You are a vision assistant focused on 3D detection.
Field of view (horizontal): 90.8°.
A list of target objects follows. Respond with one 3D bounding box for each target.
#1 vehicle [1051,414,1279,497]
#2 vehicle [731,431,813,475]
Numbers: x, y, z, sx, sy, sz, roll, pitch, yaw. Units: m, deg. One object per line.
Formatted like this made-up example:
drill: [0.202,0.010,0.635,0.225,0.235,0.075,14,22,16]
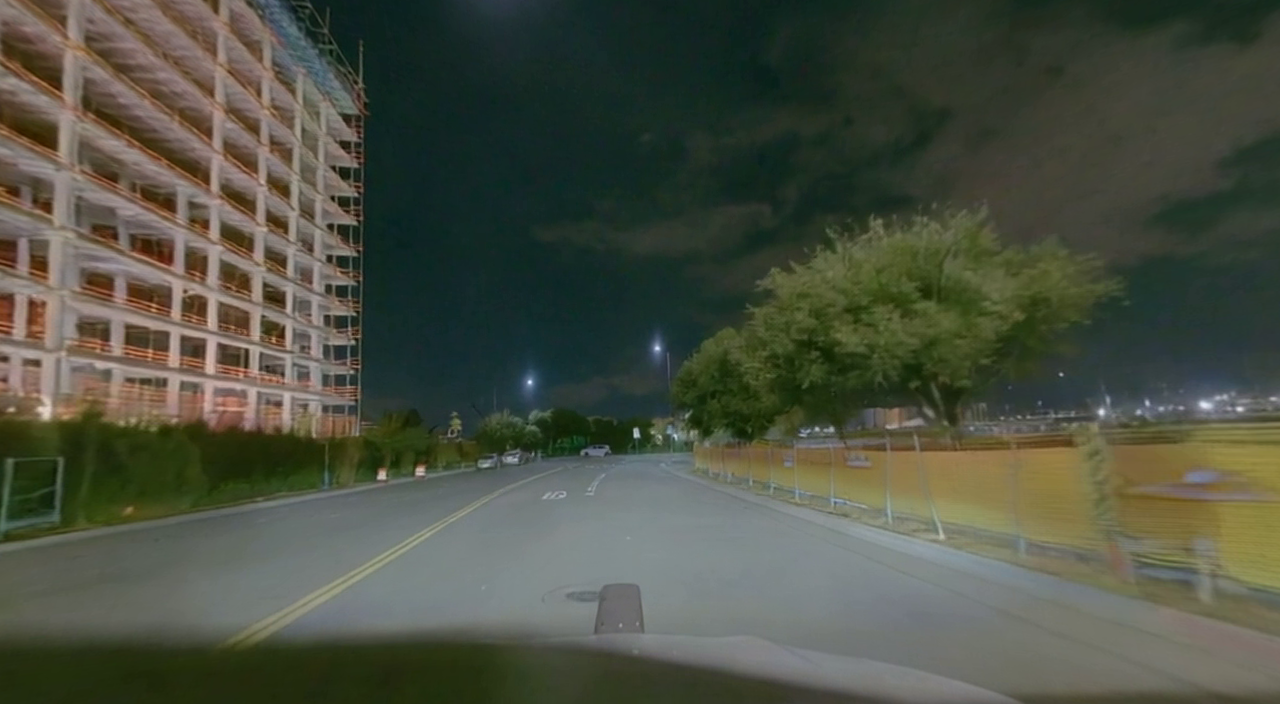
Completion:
vehicle: [11.000,2.033,12.505,4.392,1.478,1.932,1,-9,-4]
vehicle: [6.242,4.863,30.694,2.267,1.911,5.816,1,-9,-5]
